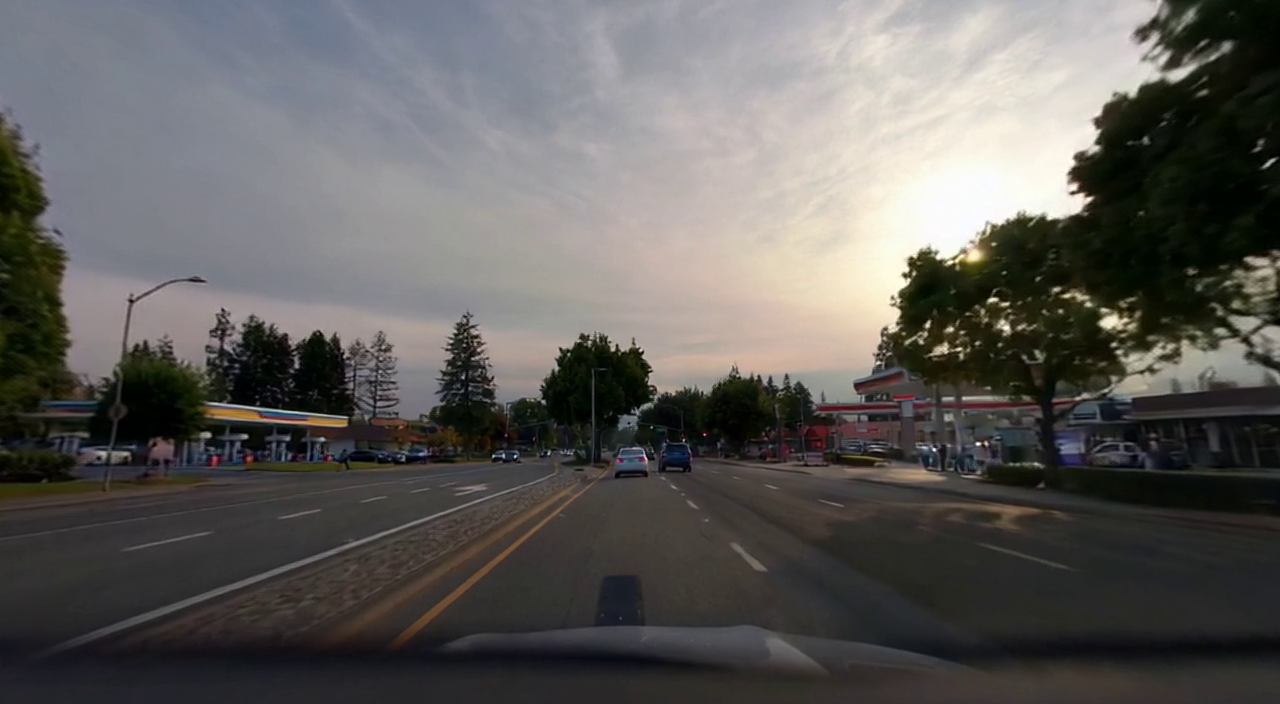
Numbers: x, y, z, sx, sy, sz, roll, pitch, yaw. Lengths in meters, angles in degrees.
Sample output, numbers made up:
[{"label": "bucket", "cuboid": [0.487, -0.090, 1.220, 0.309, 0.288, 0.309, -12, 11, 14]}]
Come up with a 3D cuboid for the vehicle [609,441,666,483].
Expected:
[{"label": "vehicle", "cuboid": [-0.123, 4.419, 25.547, 2.145, 1.572, 4.021, 0, -9, -1]}]

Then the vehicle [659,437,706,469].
[{"label": "vehicle", "cuboid": [2.887, 7.084, 44.280, 2.731, 2.101, 6.047, 1, -9, -2]}]
